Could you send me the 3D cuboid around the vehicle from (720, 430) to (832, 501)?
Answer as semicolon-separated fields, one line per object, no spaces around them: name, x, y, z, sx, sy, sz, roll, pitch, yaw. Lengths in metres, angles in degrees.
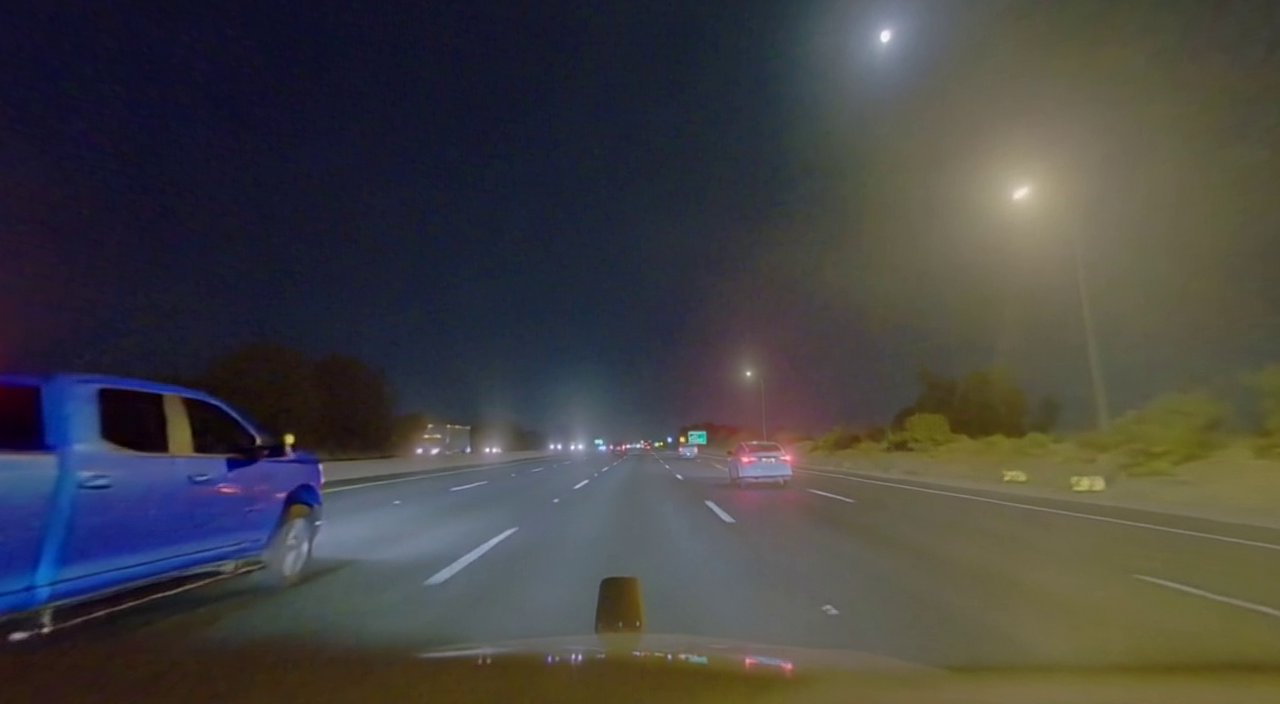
vehicle;3.514;3.019;17.119;2.095;1.668;4.135;0;-9;0

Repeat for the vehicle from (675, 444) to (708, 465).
vehicle;3.765;7.540;46.493;2.047;1.501;4.237;0;-9;0

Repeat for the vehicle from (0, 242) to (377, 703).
vehicle;-4.000;0.736;3.356;2.496;2.203;6.317;0;-9;-1
